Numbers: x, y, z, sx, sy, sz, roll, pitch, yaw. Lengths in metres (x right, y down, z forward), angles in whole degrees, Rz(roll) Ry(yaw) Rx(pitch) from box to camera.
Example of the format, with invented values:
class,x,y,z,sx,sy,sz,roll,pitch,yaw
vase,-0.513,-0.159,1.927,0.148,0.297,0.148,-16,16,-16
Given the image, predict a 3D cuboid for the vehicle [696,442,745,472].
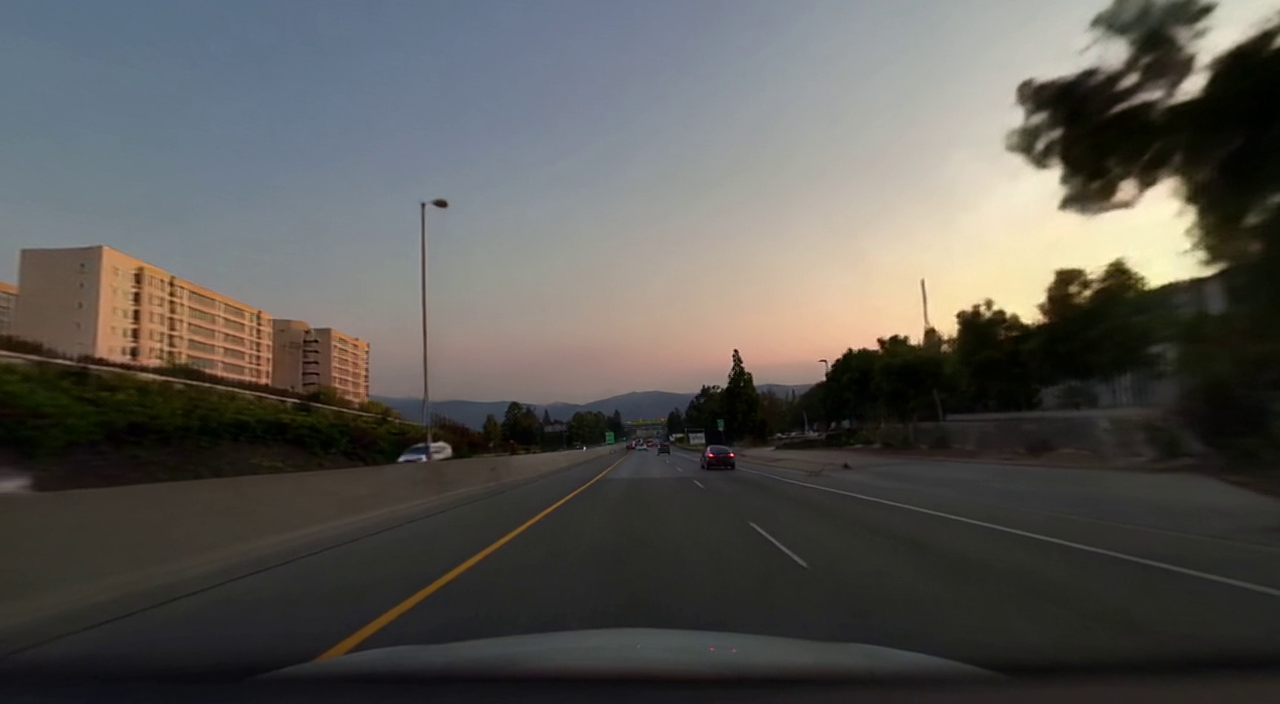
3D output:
class,x,y,z,sx,sy,sz,roll,pitch,yaw
vehicle,4.269,5.663,34.190,2.042,1.518,4.477,0,-9,-1
